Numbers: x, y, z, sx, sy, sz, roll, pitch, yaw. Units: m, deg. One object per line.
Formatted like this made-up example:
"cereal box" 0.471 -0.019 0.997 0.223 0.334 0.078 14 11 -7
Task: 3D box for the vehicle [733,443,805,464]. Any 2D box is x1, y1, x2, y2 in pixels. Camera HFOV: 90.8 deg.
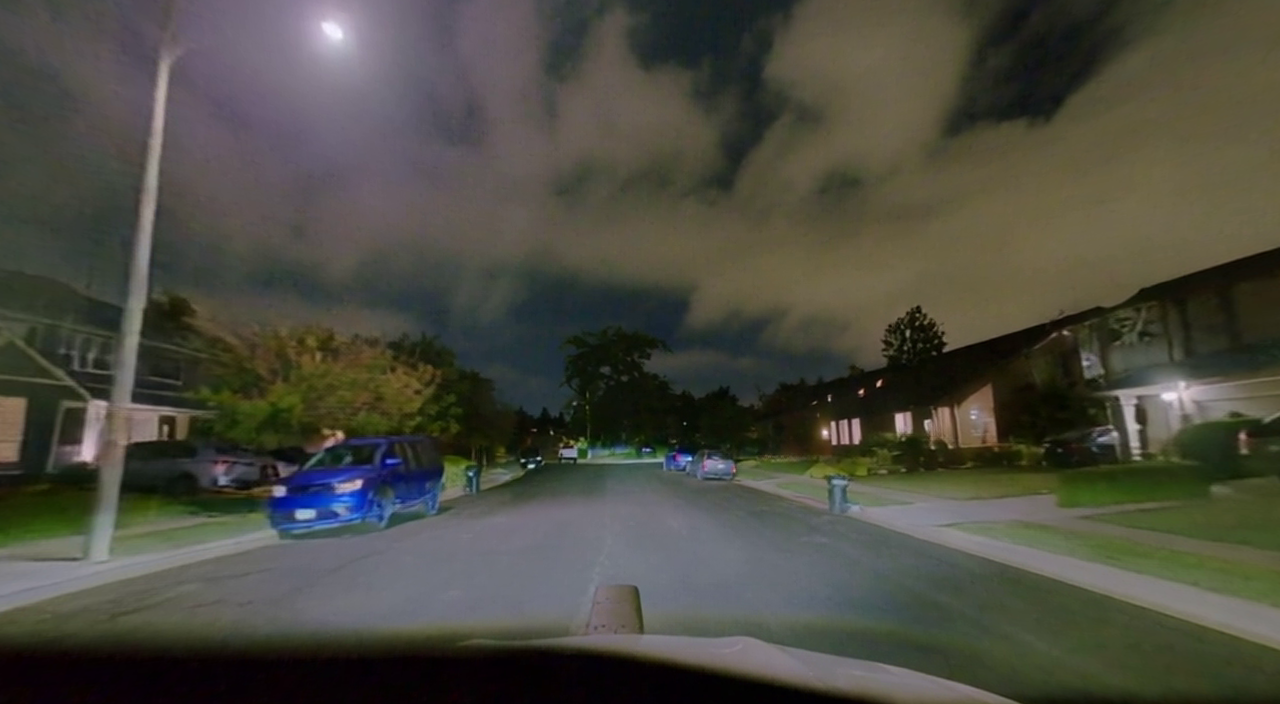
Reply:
"vehicle" 9.618 7.518 47.096 4.940 1.477 2.015 3 -8 -21

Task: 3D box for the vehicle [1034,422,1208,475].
"vehicle" 14.570 2.923 19.176 4.488 1.454 1.944 3 -9 -20

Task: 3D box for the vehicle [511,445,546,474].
"vehicle" -7.936 7.549 44.693 1.976 1.855 4.299 3 -8 -16

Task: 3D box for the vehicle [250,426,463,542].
"vehicle" -5.315 2.487 12.784 2.215 1.859 4.765 1 -7 -2

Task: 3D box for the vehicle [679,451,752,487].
"vehicle" 3.299 5.246 28.725 1.984 1.437 4.726 1 -9 -10

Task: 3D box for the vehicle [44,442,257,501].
"vehicle" -13.747 3.345 18.146 4.376 1.458 2.046 3 -8 -24
